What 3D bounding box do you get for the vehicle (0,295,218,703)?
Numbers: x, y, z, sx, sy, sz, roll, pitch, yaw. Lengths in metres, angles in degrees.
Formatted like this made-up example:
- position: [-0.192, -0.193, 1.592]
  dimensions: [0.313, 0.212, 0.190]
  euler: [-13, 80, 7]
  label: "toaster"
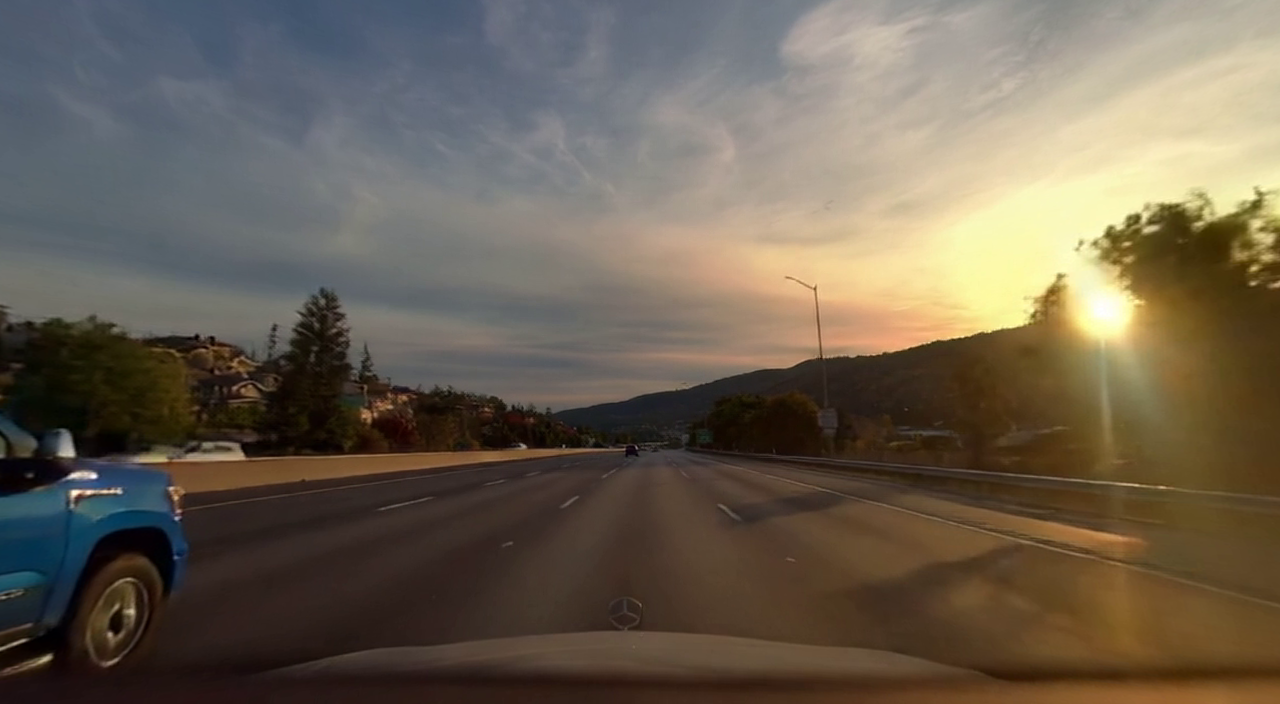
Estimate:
- position: [-3.516, 0.502, 0.908]
  dimensions: [2.202, 1.836, 5.009]
  euler: [0, -8, 2]
  label: "vehicle"
